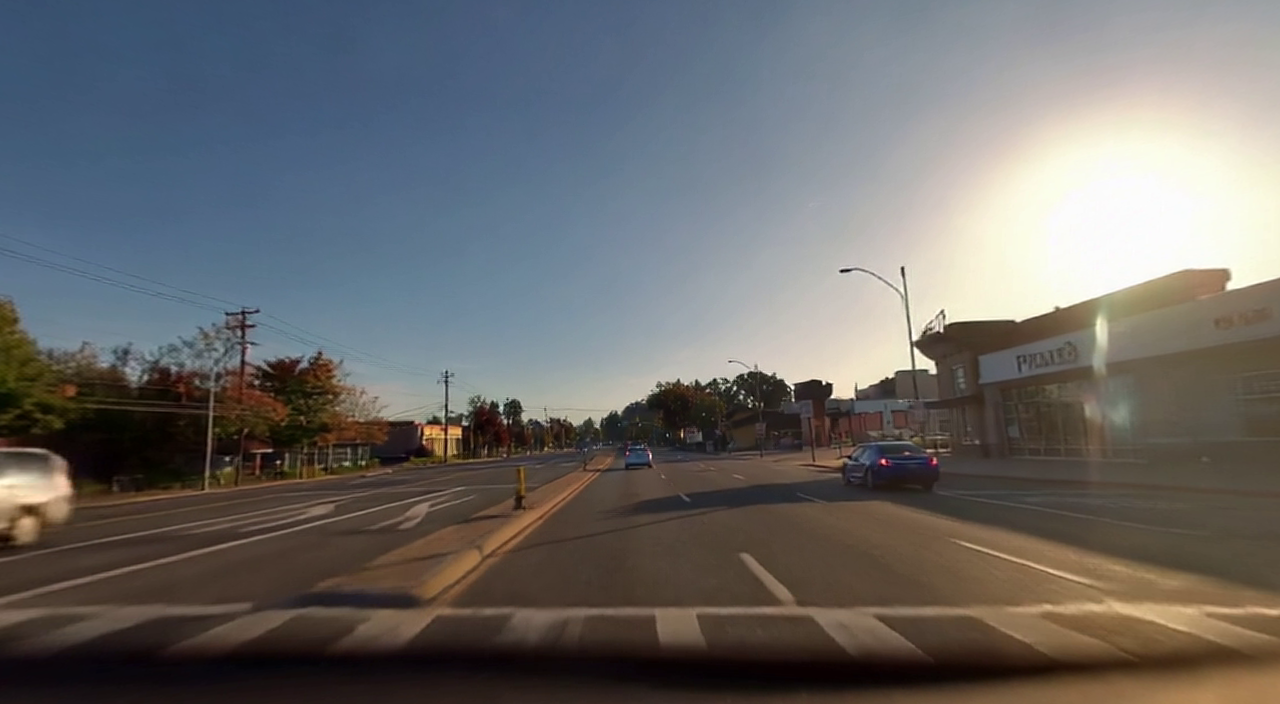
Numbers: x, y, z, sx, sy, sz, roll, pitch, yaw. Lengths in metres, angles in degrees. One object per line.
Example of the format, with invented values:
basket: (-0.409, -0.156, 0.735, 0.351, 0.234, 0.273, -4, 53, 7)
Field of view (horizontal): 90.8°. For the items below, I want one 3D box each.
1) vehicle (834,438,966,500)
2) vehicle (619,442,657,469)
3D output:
vehicle: (6.847, 3.083, 17.185, 1.849, 1.464, 4.119, 0, -8, 0)
vehicle: (-0.158, 5.960, 36.632, 2.027, 1.494, 3.942, 0, -8, -1)
